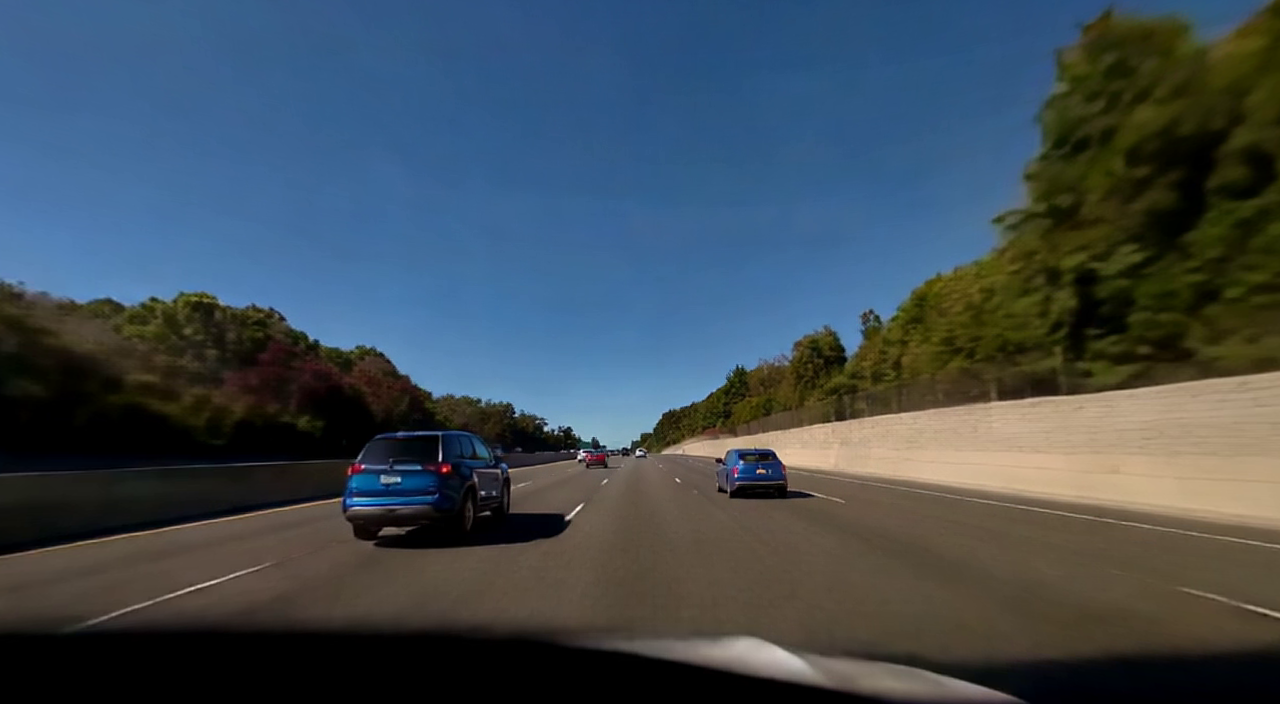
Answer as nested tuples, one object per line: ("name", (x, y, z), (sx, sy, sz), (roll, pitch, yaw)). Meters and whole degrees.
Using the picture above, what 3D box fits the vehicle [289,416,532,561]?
("vehicle", (-3.210, 2.020, 10.033), (2.137, 1.756, 4.453), (0, -9, 0))

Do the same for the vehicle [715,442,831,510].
("vehicle", (3.203, 3.070, 16.054), (1.979, 1.486, 4.125), (0, -9, -1))
